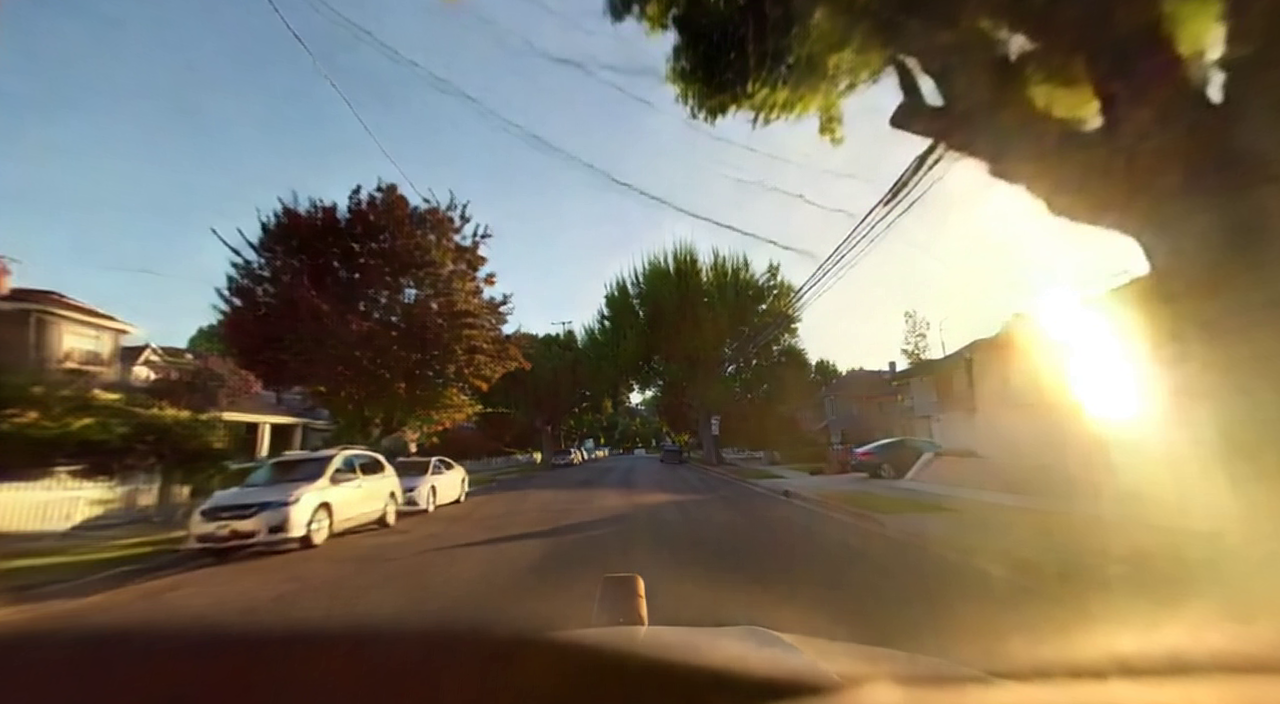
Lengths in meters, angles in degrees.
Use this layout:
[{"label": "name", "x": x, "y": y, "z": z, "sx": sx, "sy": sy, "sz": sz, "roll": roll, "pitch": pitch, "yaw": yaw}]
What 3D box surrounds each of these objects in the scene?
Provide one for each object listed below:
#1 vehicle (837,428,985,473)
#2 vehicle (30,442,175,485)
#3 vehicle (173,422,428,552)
[{"label": "vehicle", "x": 10.084, "y": 3.714, "z": 23.821, "sx": 4.629, "sy": 1.504, "sz": 1.945, "roll": -1, "pitch": -9, "yaw": -1}, {"label": "vehicle", "x": -19.693, "y": 4.104, "z": 23.279, "sx": 3.553, "sy": 1.471, "sz": 1.816, "roll": 0, "pitch": -9, "yaw": -2}, {"label": "vehicle", "x": -5.917, "y": 2.375, "z": 12.055, "sx": 2.015, "sy": 1.766, "sz": 5.450, "roll": -3, "pitch": -8, "yaw": -2}]
